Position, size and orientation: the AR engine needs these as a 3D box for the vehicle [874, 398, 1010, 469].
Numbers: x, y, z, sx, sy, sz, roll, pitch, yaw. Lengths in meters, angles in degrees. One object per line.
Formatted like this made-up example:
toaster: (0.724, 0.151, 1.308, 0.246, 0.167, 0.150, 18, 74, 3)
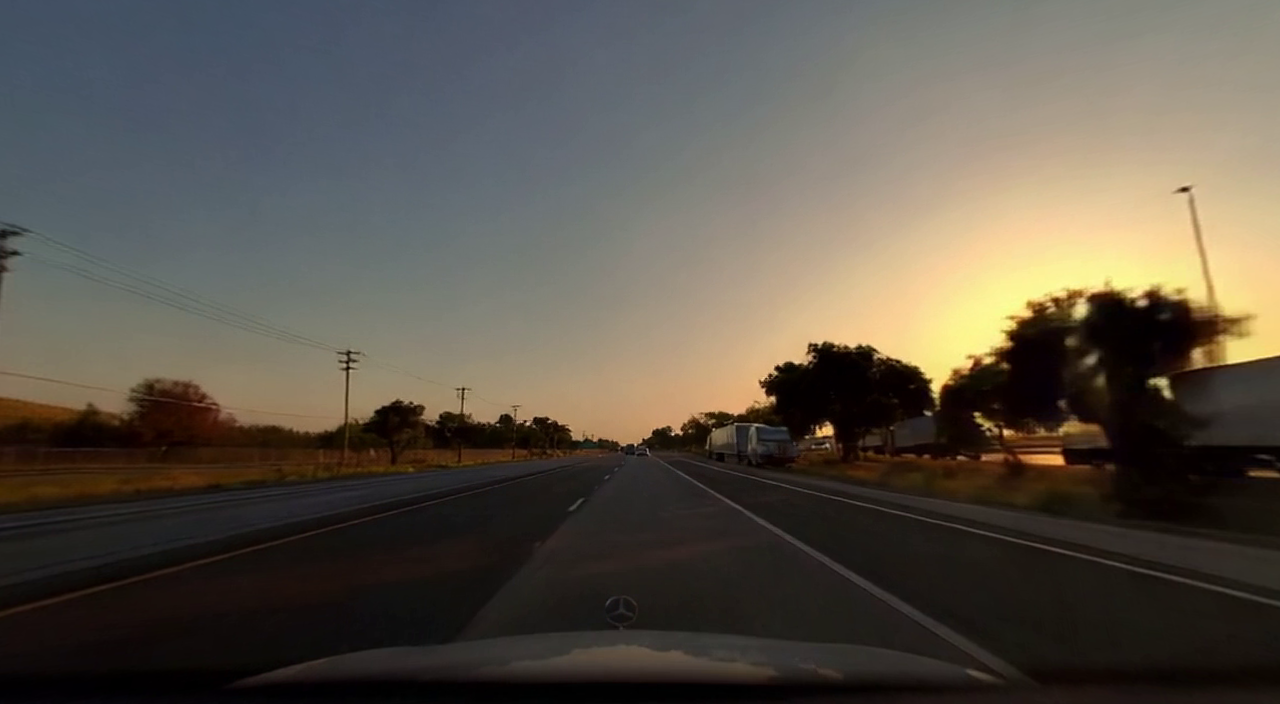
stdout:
vehicle: (21.021, 5.959, 45.284, 2.849, 4.148, 14.184, -3, -8, 1)
